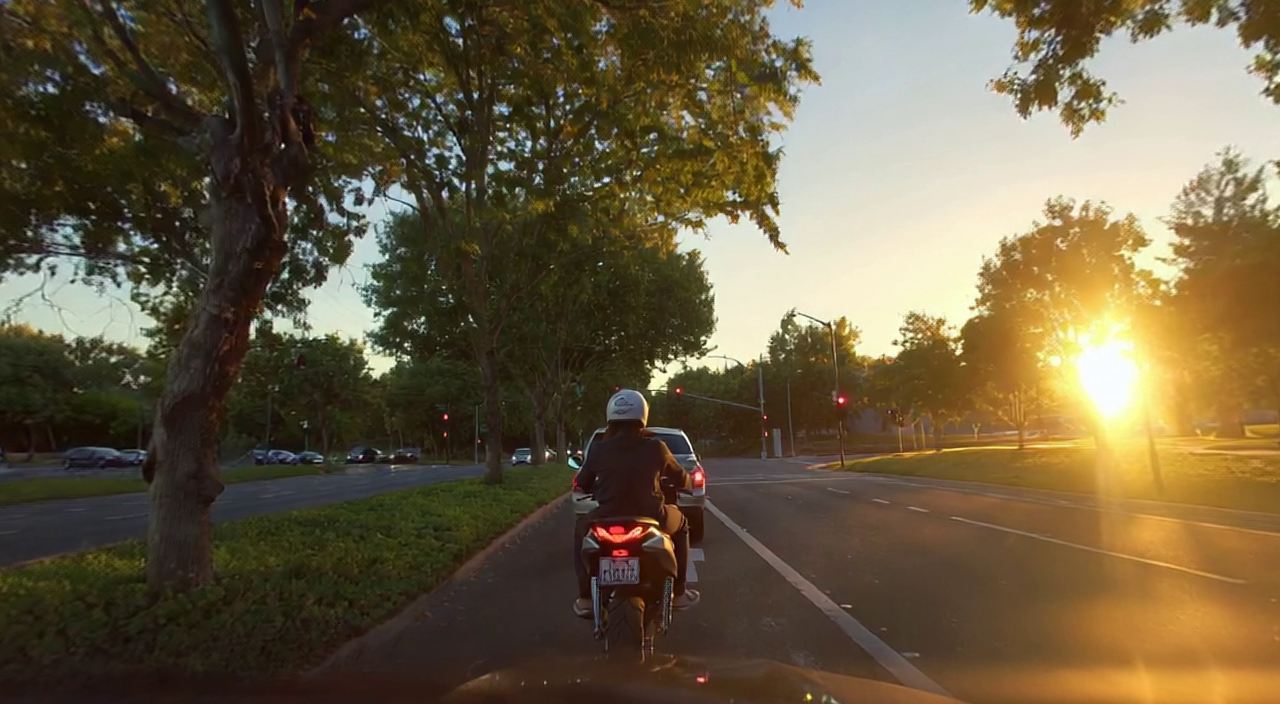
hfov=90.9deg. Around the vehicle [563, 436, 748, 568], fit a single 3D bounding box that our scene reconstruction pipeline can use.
[{"bbox_3d":[0.131,2.024,9.424,2.093,1.450,4.437,0,-8,-1],"label":"vehicle"}]
